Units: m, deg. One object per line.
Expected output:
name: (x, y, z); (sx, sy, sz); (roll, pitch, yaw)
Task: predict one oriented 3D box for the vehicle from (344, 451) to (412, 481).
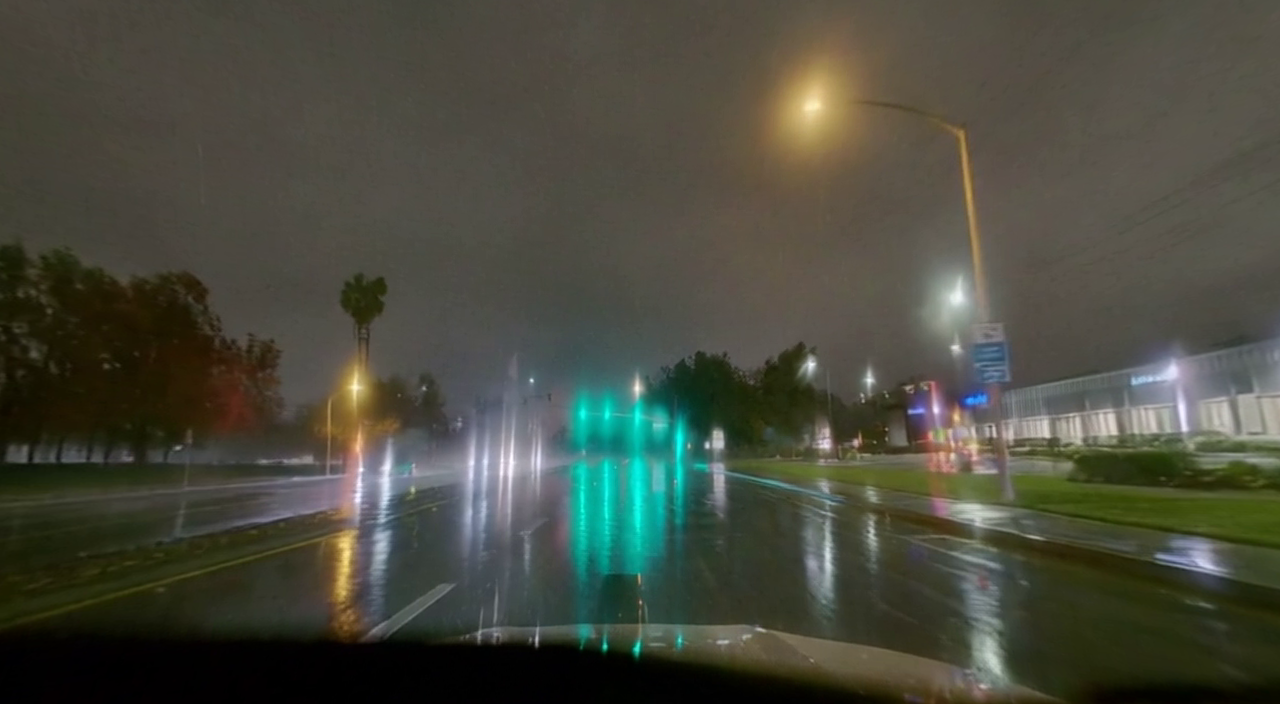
vehicle: (-15.085, 6.569, 36.645); (1.819, 1.552, 4.361); (-1, -8, 4)
